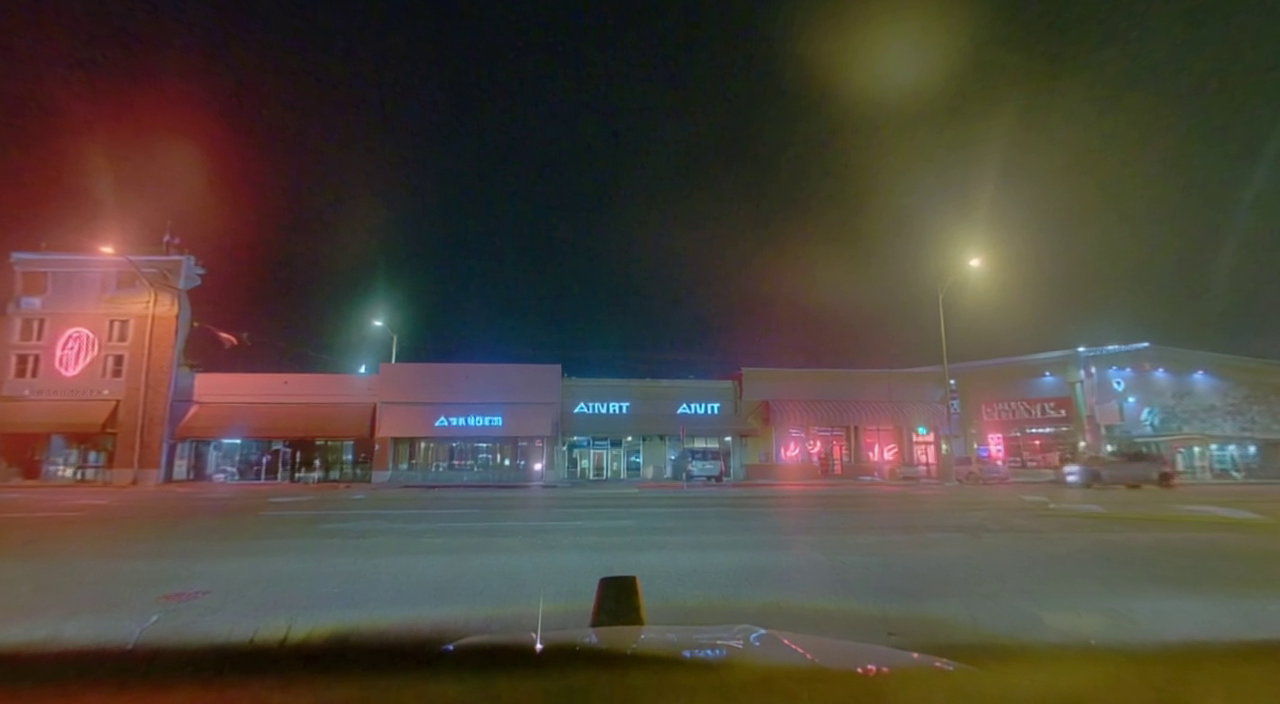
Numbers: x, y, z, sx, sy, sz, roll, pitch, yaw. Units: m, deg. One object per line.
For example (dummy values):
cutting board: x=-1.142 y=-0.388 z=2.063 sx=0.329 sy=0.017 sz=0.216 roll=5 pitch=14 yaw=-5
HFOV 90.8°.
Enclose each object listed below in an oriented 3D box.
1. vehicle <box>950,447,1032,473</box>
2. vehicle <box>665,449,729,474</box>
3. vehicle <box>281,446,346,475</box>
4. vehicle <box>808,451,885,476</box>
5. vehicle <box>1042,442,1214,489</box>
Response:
vehicle: x=25.664 y=7.885 z=46.288 sx=4.838 sy=1.799 sz=1.914 roll=-7 pitch=-11 yaw=39
vehicle: x=3.547 y=6.899 z=40.021 sx=1.812 sy=1.468 sz=4.519 roll=5 pitch=-10 yaw=-28
vehicle: x=-20.050 y=6.597 z=38.707 sx=4.596 sy=1.680 sz=1.936 roll=-8 pitch=-11 yaw=41
vehicle: x=12.943 y=6.993 z=39.893 sx=1.791 sy=1.453 sz=4.593 roll=5 pitch=-10 yaw=-29
vehicle: x=18.352 y=4.261 z=23.909 sx=4.889 sy=1.659 sz=2.059 roll=1 pitch=-9 yaw=-4
